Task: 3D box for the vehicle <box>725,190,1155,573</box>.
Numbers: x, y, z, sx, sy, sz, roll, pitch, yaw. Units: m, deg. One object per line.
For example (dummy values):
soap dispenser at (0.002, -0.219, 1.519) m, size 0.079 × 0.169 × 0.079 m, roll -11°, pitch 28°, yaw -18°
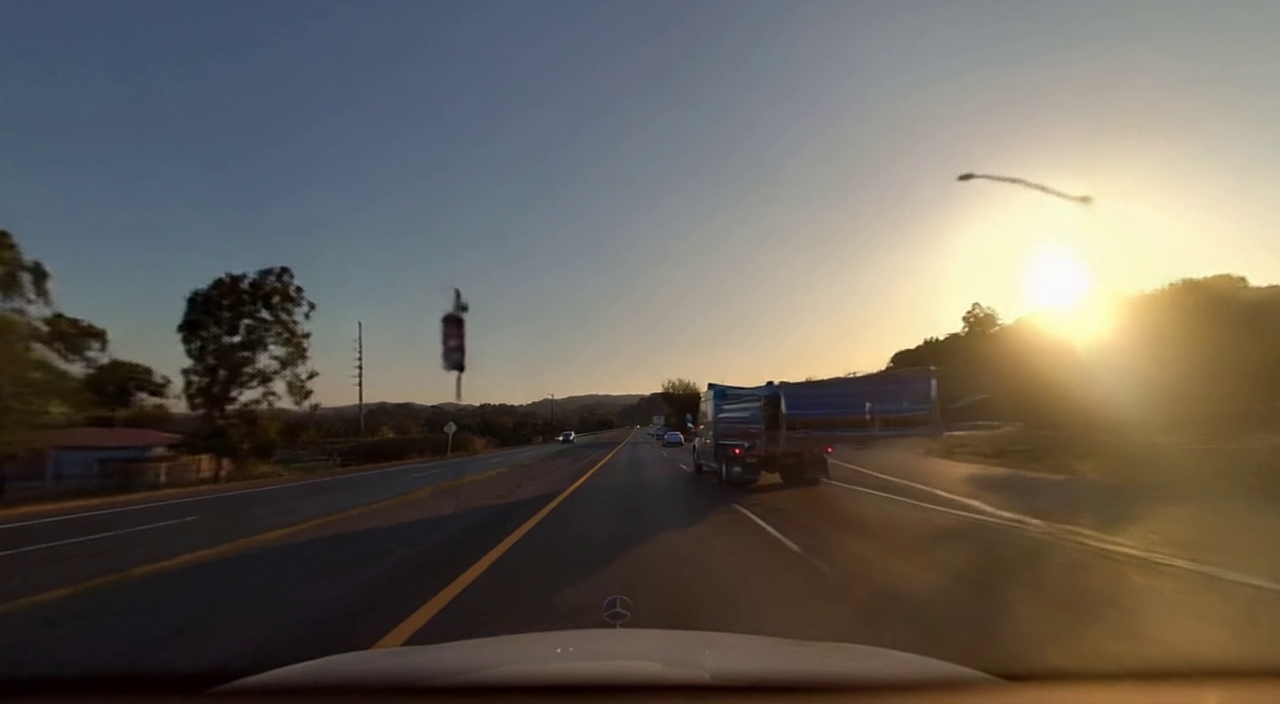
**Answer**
vehicle at (3.509, 0.785, 10.560) m, size 2.949 × 3.877 × 8.528 m, roll 0°, pitch -8°, yaw 0°
